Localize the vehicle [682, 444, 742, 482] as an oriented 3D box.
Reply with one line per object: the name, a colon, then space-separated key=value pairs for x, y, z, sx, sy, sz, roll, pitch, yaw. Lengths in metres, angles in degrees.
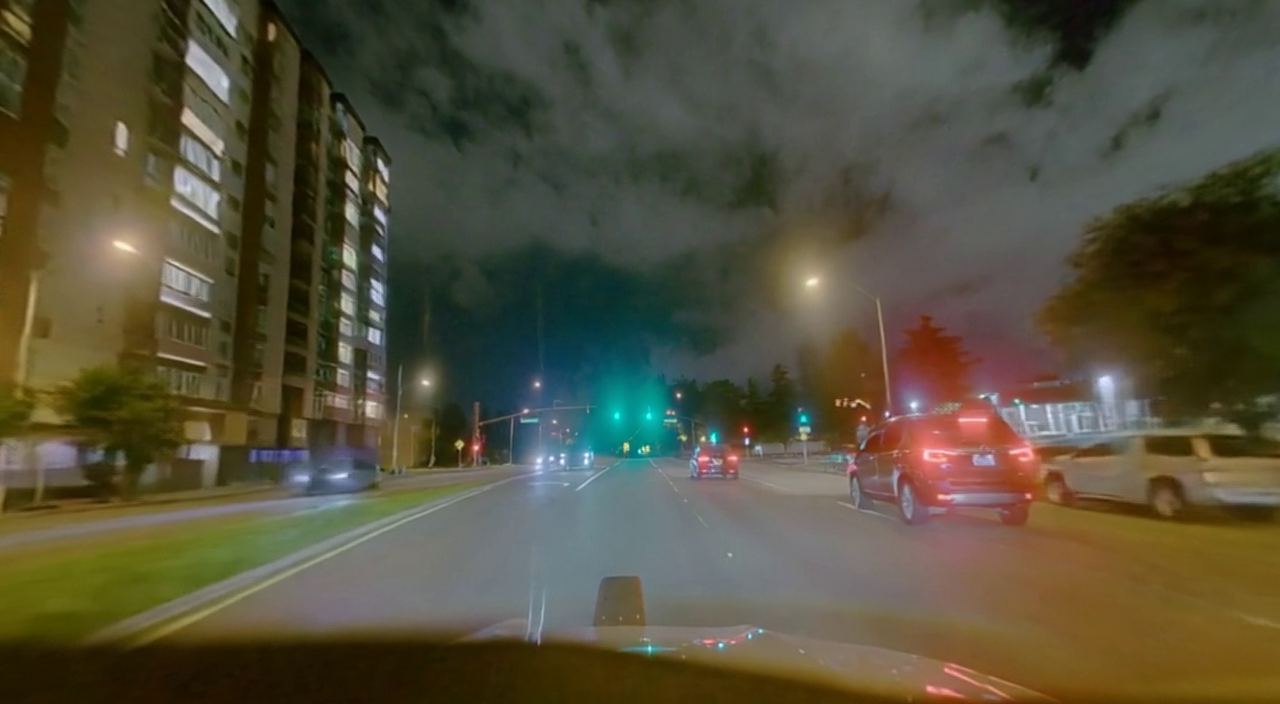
vehicle: x=2.992 y=4.713 z=27.198 sx=2.003 sy=1.480 sz=4.494 roll=0 pitch=-9 yaw=-1

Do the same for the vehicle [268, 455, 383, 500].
vehicle: x=-11.773 y=4.708 z=24.071 sx=2.028 sy=1.490 sz=4.475 roll=0 pitch=-9 yaw=1

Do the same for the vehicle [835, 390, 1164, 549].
vehicle: x=5.492 y=1.933 z=11.028 sx=2.427 sy=2.017 sz=5.763 roll=0 pitch=-9 yaw=1

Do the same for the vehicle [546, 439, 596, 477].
vehicle: x=-3.378 y=5.278 z=31.615 sx=2.065 sy=1.716 sz=4.265 roll=0 pitch=-9 yaw=-1

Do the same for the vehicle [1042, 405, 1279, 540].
vehicle: x=9.613 y=2.015 z=11.078 sx=2.064 sy=1.837 sz=4.724 roll=0 pitch=-9 yaw=1
